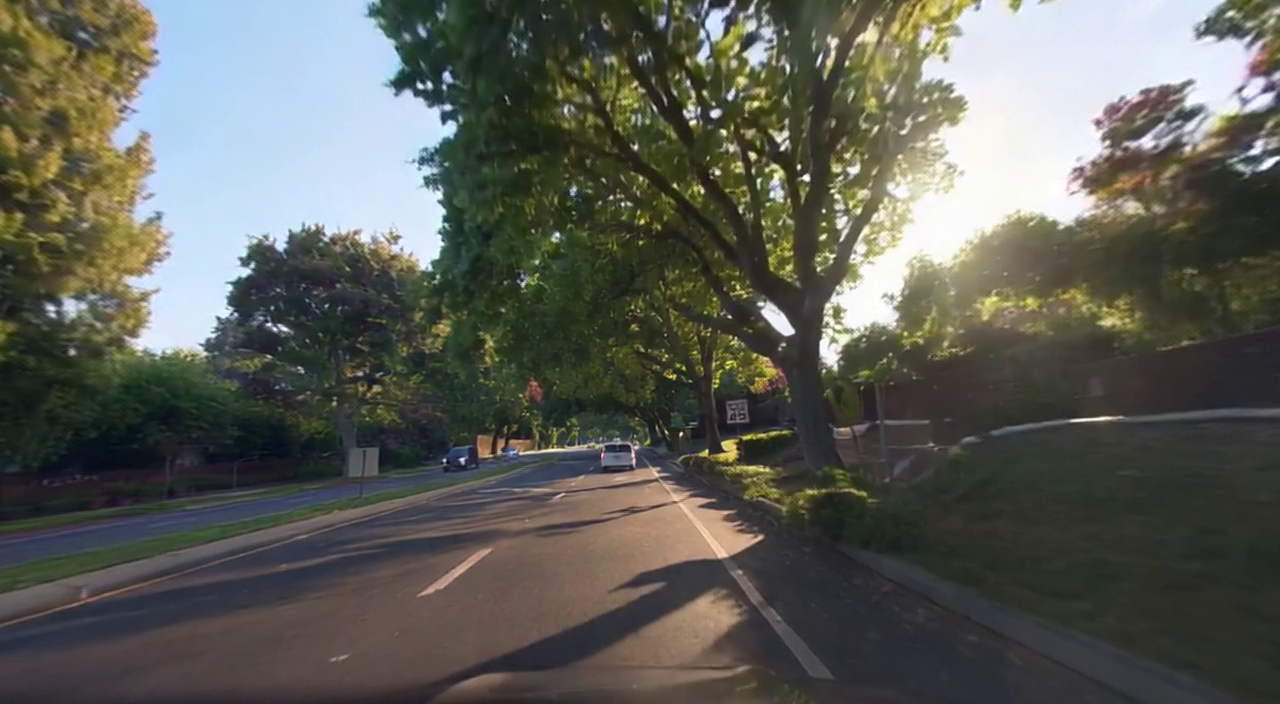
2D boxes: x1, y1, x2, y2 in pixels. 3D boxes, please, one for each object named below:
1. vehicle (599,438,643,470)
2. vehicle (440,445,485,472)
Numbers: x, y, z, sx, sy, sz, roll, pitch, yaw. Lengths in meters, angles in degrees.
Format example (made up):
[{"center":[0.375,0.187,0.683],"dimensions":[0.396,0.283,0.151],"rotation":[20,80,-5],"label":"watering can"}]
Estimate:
[{"center":[-0.958,5.161,32.273],"dimensions":[2.111,1.466,4.223],"rotation":[-1,-8,-1],"label":"vehicle"},{"center":[-12.617,7.555,45.135],"dimensions":[1.954,1.680,4.530],"rotation":[-3,-8,-2],"label":"vehicle"}]
